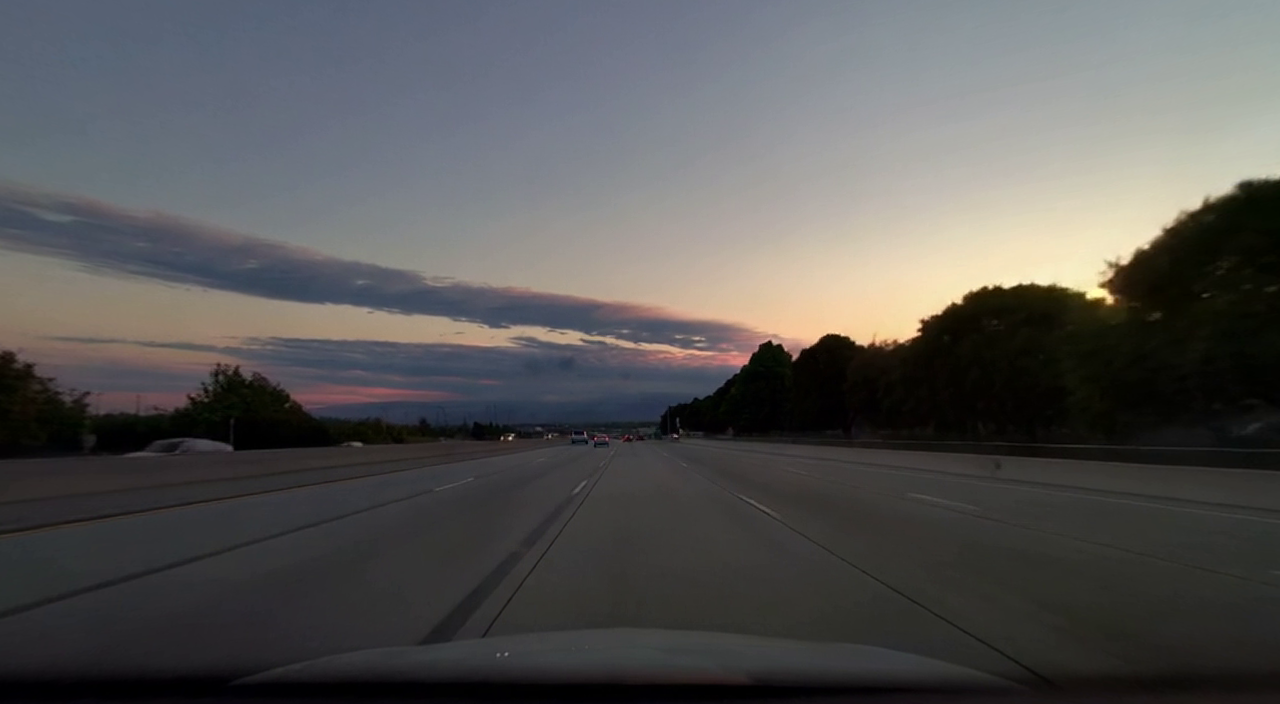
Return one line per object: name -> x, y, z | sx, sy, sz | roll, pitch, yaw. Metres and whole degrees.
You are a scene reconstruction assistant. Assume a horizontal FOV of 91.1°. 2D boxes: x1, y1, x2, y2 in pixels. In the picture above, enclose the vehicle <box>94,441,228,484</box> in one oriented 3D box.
vehicle -> -19.146, 4.413, 25.467 | 1.874, 1.524, 4.574 | 0, -8, -1
